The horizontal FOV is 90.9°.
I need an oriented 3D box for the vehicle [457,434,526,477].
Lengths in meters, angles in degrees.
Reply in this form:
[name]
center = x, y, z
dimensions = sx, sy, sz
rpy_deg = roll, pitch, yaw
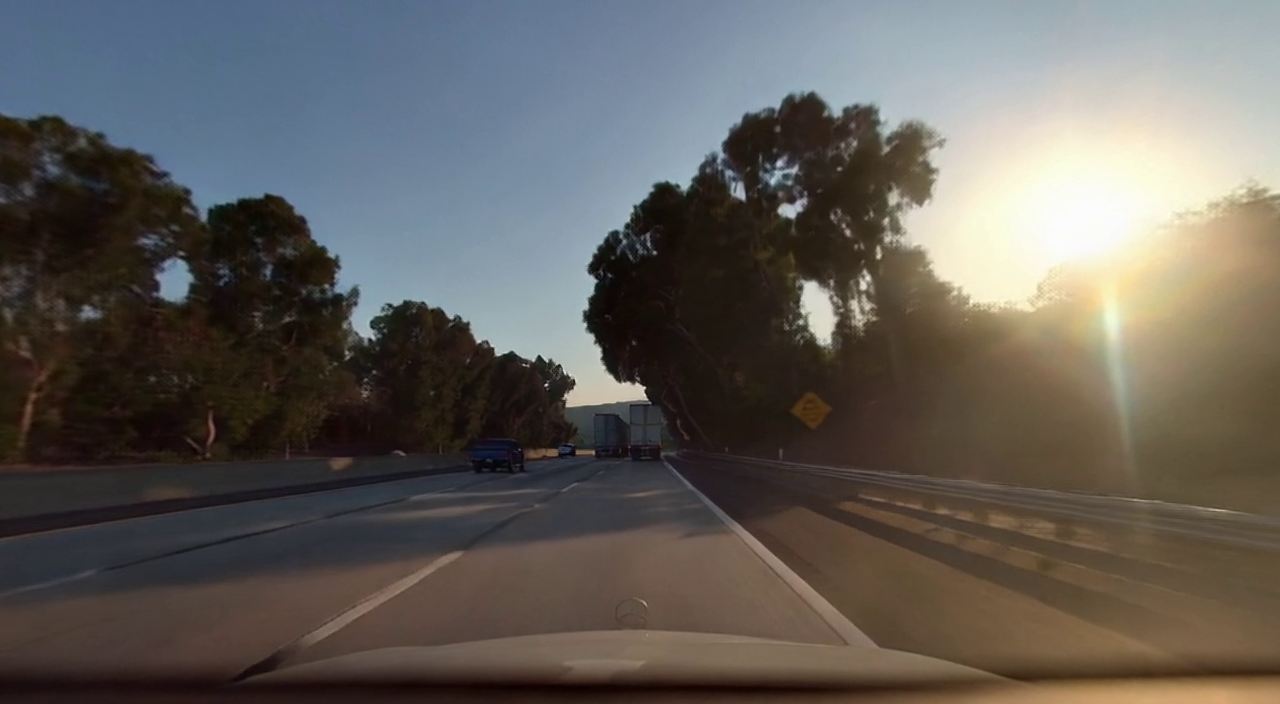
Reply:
[vehicle]
center = -7.018, 4.940, 30.378
dimensions = 2.149, 1.884, 4.627
rpy_deg = 0, -8, 0
